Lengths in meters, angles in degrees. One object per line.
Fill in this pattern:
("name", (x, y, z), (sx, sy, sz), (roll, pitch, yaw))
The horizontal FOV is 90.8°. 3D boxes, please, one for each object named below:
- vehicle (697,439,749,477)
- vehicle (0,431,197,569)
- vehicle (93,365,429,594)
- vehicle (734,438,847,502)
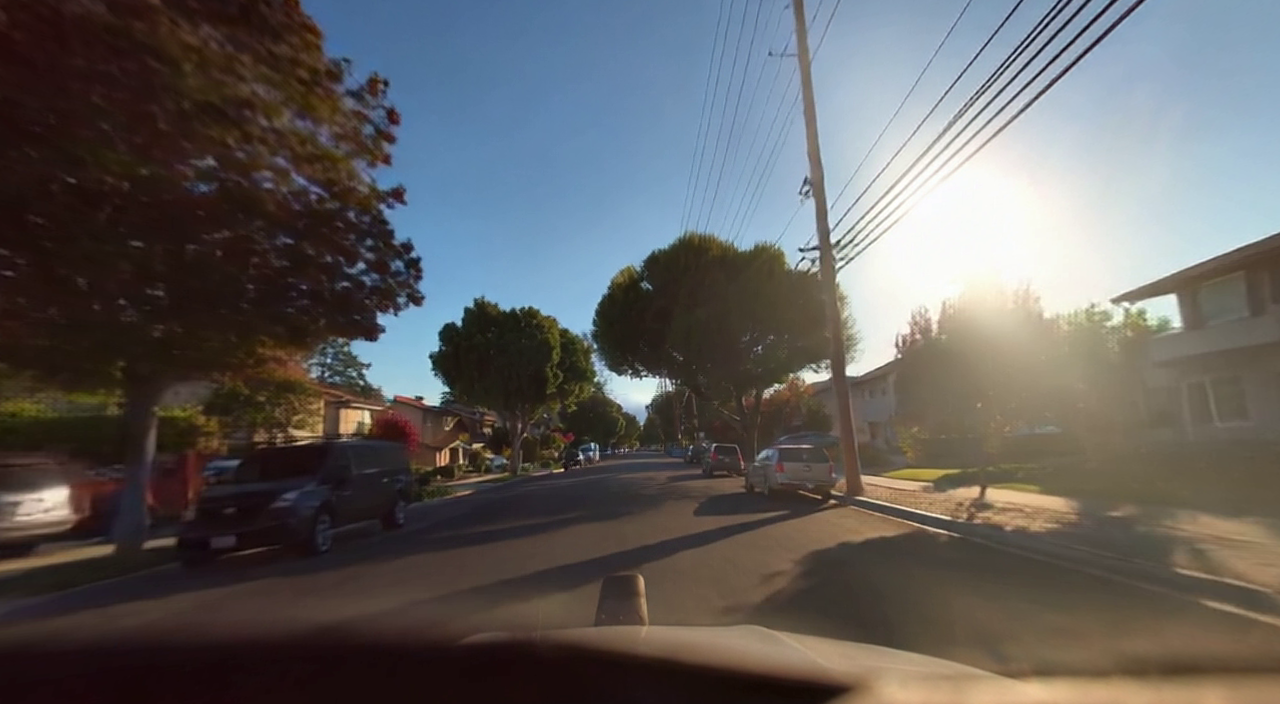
("vehicle", (4.135, 5.387, 32.182), (2.105, 1.755, 4.749), (0, -9, 1))
("vehicle", (-11.778, 2.638, 11.041), (6.187, 1.991, 2.728), (-5, -9, 3))
("vehicle", (-6.032, 2.120, 11.438), (2.313, 2.875, 6.057), (-4, -9, 0))
("vehicle", (4.086, 3.297, 18.057), (2.016, 1.544, 4.645), (0, -9, -1))
